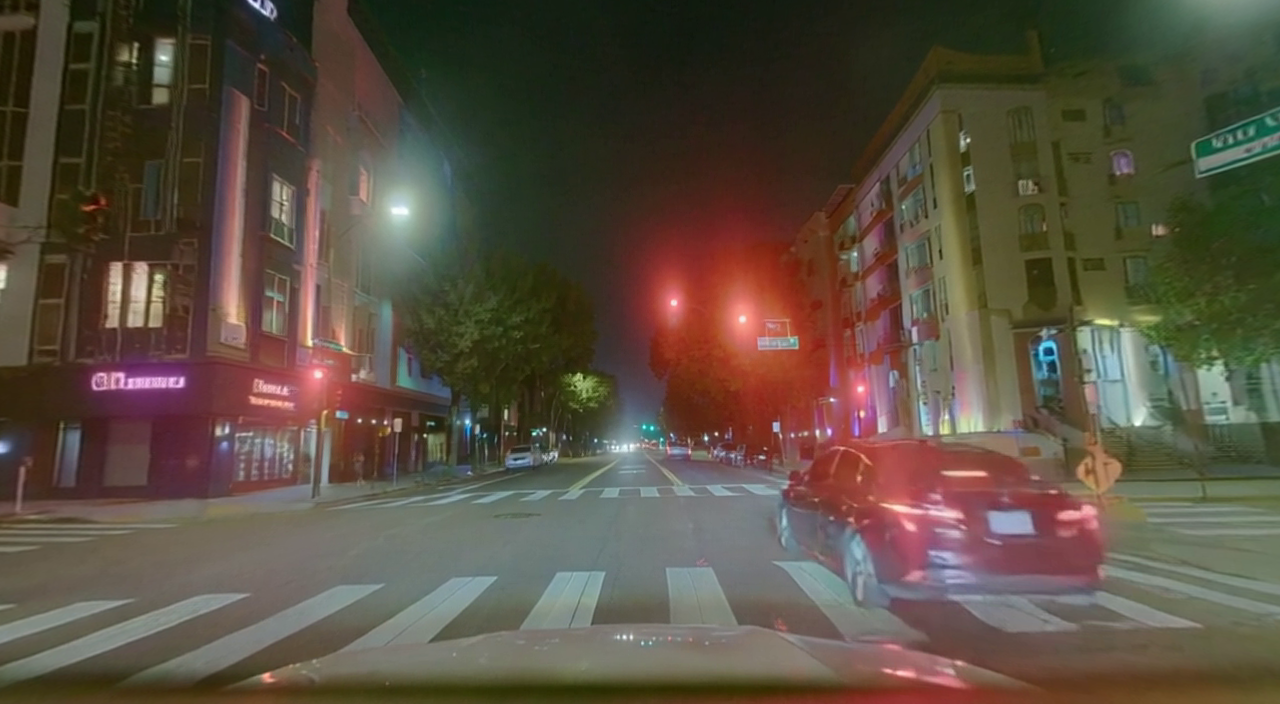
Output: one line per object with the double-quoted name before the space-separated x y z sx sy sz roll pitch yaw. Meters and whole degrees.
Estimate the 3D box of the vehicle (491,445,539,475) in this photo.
"vehicle" -7.231 6.244 36.833 2.127 1.533 4.547 -1 -8 -3

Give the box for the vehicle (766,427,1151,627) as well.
"vehicle" 2.793 1.611 6.809 2.014 1.474 4.090 0 -8 0
